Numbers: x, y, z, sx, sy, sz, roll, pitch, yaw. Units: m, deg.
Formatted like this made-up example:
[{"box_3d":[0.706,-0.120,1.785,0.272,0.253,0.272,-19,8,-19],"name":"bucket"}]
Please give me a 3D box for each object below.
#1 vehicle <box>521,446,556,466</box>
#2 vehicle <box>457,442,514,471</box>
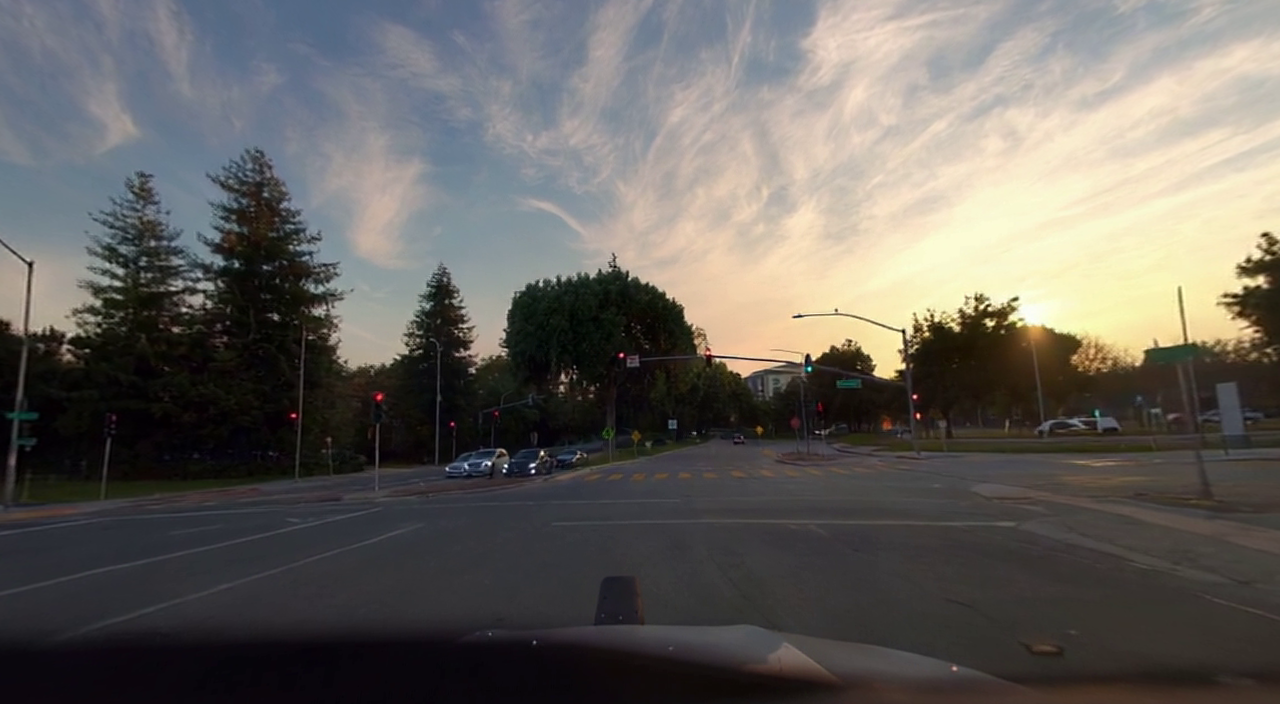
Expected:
[{"box_3d":[-7.896,8.150,49.606,2.049,1.439,4.103,0,-8,0],"name":"vehicle"},{"box_3d":[-11.481,7.794,47.505,2.557,2.015,5.959,0,-8,2],"name":"vehicle"}]
